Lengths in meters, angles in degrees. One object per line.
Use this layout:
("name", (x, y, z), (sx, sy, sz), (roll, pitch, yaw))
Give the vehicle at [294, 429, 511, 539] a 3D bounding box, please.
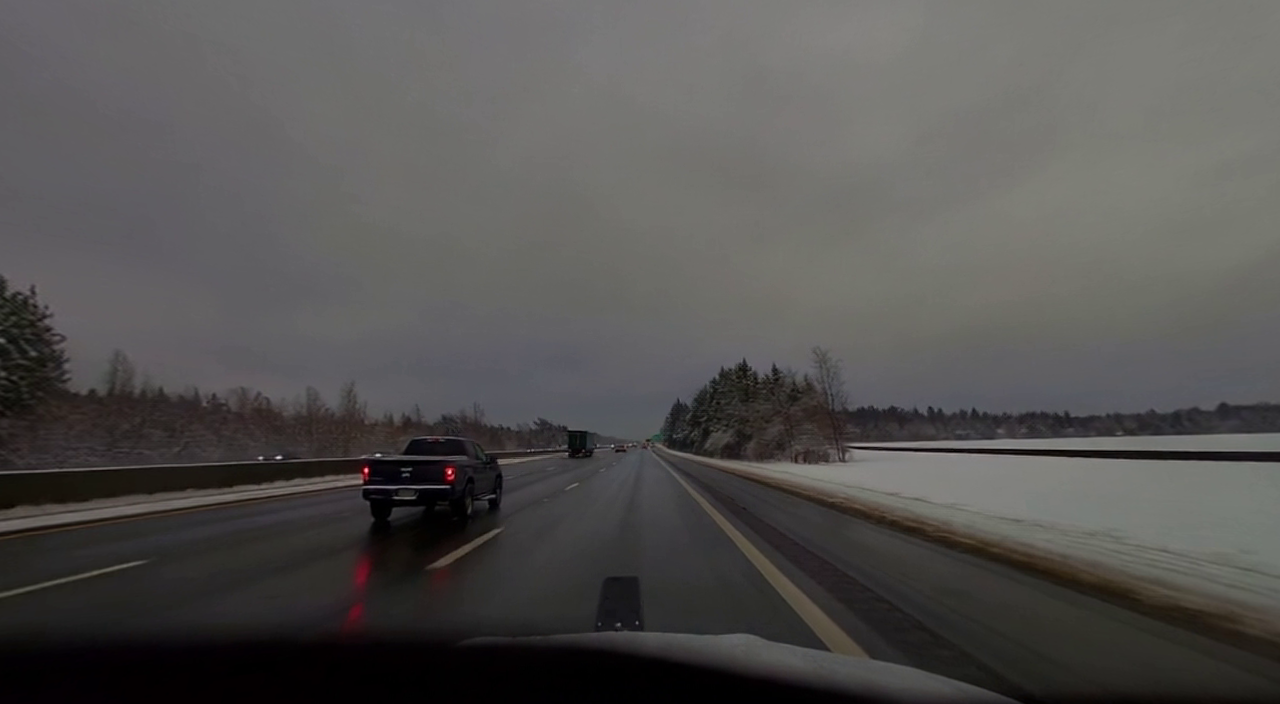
("vehicle", (-3.894, 2.258, 11.461), (2.028, 1.553, 4.820), (0, -9, 1))
